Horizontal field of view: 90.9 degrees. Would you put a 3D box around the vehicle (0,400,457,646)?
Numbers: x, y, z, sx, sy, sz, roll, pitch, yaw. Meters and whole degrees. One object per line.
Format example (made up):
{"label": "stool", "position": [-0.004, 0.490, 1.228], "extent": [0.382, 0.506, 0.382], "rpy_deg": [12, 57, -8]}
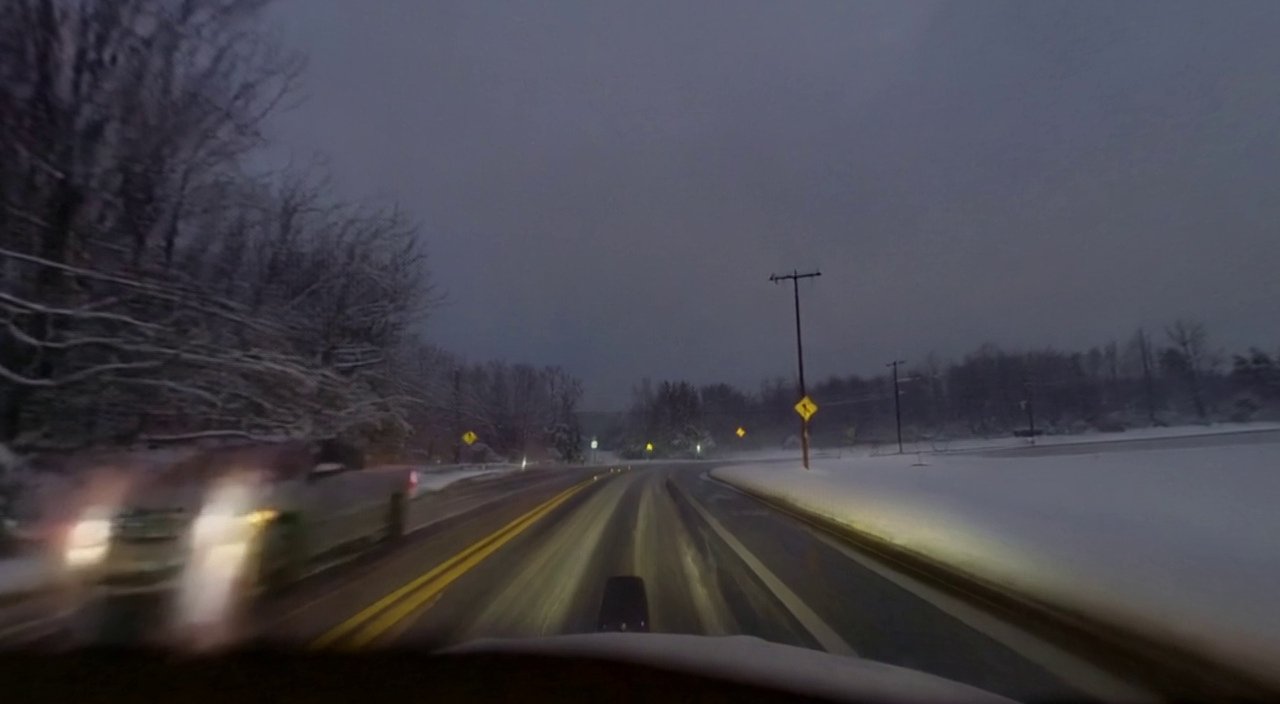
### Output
{"label": "vehicle", "position": [-3.974, 1.578, 6.949], "extent": [2.390, 1.721, 4.863], "rpy_deg": [0, -9, 1]}
